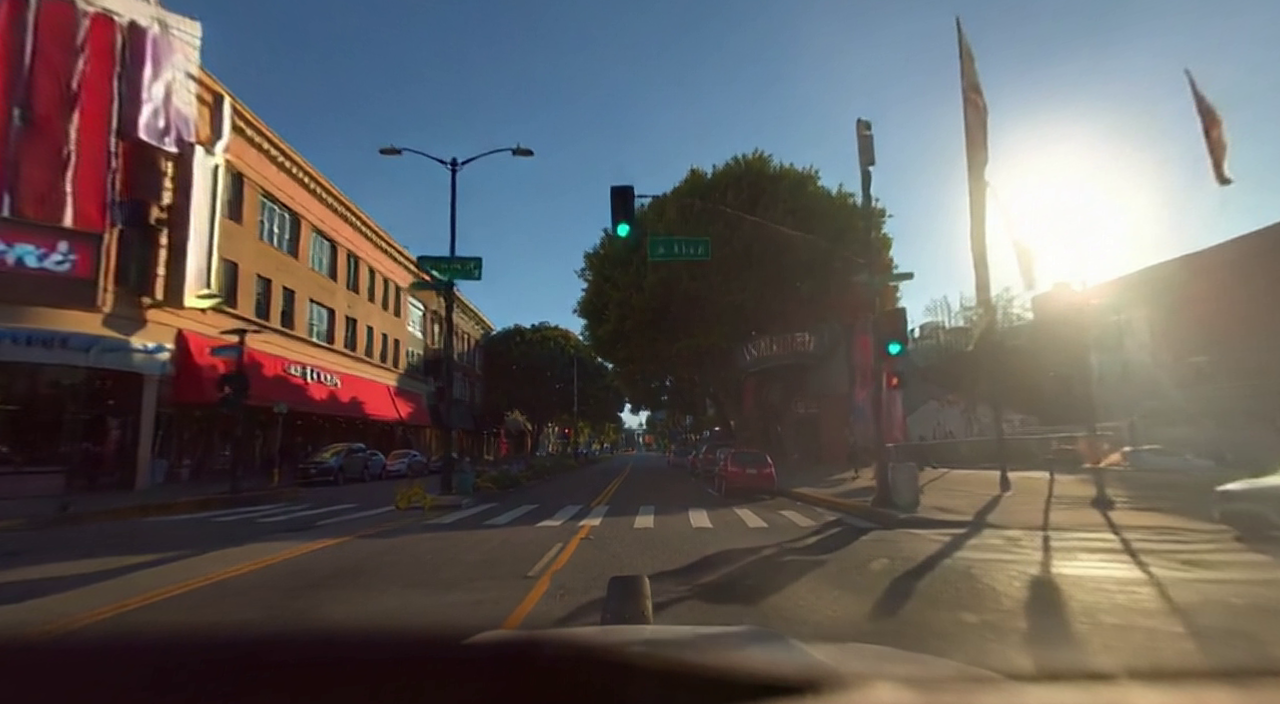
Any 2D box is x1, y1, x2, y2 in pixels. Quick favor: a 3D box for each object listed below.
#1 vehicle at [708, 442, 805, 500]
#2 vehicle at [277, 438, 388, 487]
[{"bbox_3d":[3.422,3.581,19.421,2.120,1.560,4.402,0,-8,0],"label":"vehicle"},{"bbox_3d":[-12.403,4.380,25.336,4.447,1.790,2.206,-7,-11,38],"label":"vehicle"}]
